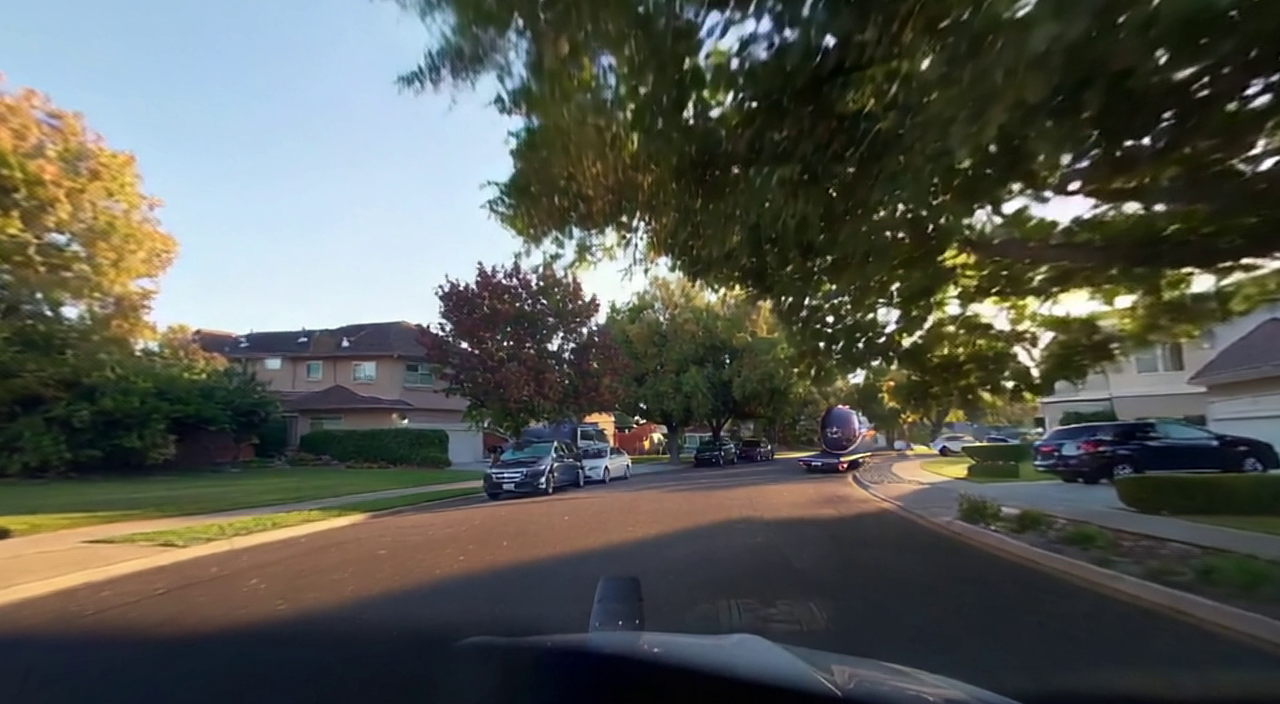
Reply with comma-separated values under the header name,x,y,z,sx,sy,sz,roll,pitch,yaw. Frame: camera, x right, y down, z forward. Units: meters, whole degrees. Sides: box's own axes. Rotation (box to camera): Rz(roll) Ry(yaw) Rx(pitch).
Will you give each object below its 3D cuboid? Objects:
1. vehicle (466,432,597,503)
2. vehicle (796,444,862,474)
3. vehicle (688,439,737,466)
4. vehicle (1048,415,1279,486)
name,x,y,z,sx,sy,sz,roll,pitch,yaw
vehicle,-3.073,3.387,19.239,2.274,1.784,5.090,-1,-7,11
vehicle,10.993,6.077,36.163,2.804,1.336,6.700,-3,-7,24
vehicle,5.106,7.008,43.839,2.052,1.745,4.737,-4,-9,23
vehicle,14.403,2.704,17.304,4.789,1.771,2.092,-2,-9,9
